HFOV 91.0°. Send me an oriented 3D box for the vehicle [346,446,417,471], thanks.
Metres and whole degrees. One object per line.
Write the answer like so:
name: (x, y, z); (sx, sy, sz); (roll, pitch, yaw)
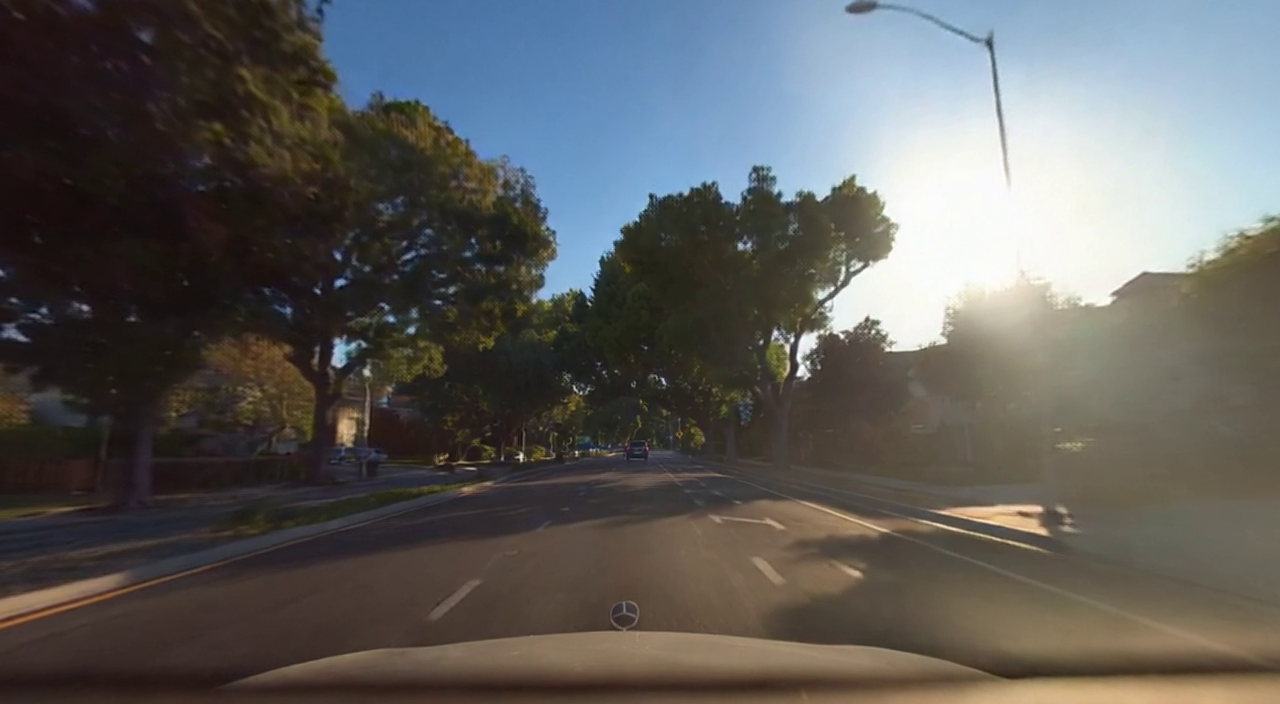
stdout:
vehicle: (-18.944, 7.822, 46.209); (4.170, 1.704, 2.174); (0, -9, 4)
